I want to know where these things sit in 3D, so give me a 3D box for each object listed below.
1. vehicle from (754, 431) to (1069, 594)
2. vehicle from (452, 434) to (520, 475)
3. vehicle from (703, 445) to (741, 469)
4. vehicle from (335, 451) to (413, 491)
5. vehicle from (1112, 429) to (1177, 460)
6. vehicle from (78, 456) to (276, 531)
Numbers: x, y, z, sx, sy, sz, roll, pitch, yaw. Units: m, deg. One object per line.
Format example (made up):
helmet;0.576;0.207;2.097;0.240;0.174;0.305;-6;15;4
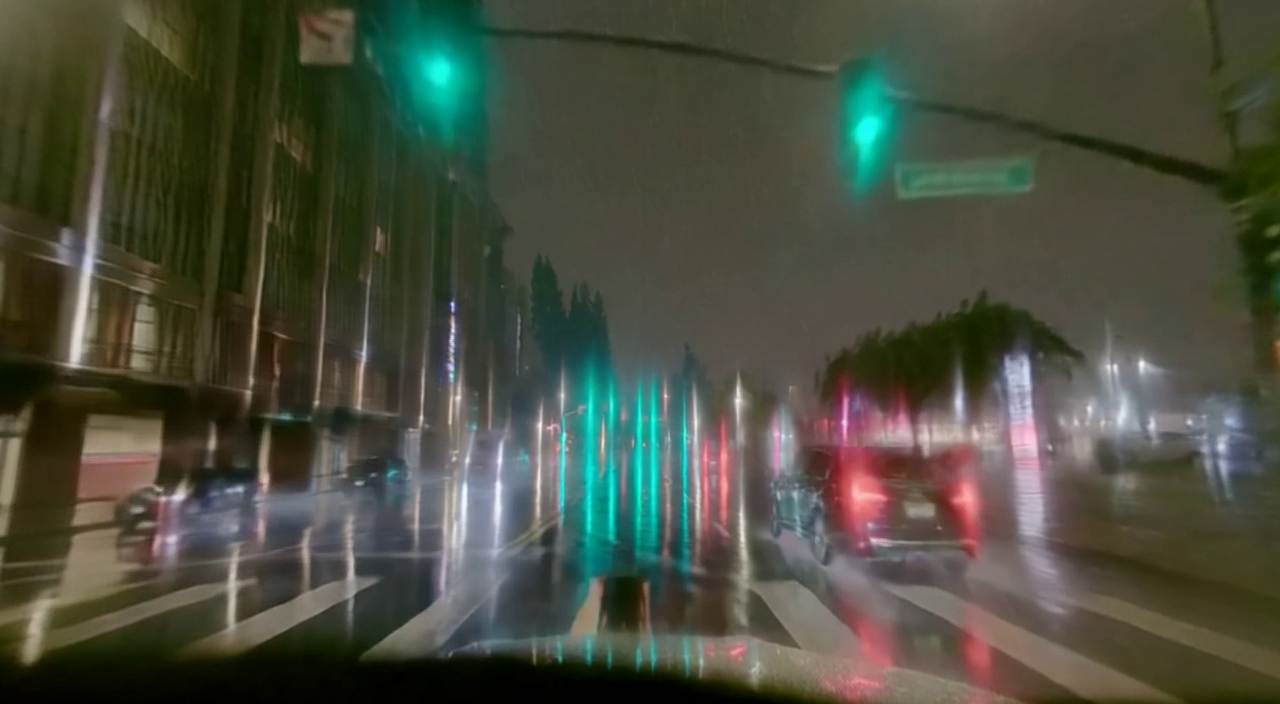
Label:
vehicle;2.985;1.849;8.197;2.080;1.524;4.348;0;-8;-1
vehicle;-8.352;5.603;34.604;2.379;2.086;5.321;0;-8;0
vehicle;6.006;7.685;46.221;2.003;1.626;4.480;0;-8;-2
vehicle;-12.237;5.485;29.221;1.867;1.583;4.108;-1;-8;0
vehicle;32.400;5.981;40.484;2.005;1.825;4.889;-5;-10;25
vehicle;-12.233;3.717;17.073;1.910;1.511;4.565;-1;-7;0
